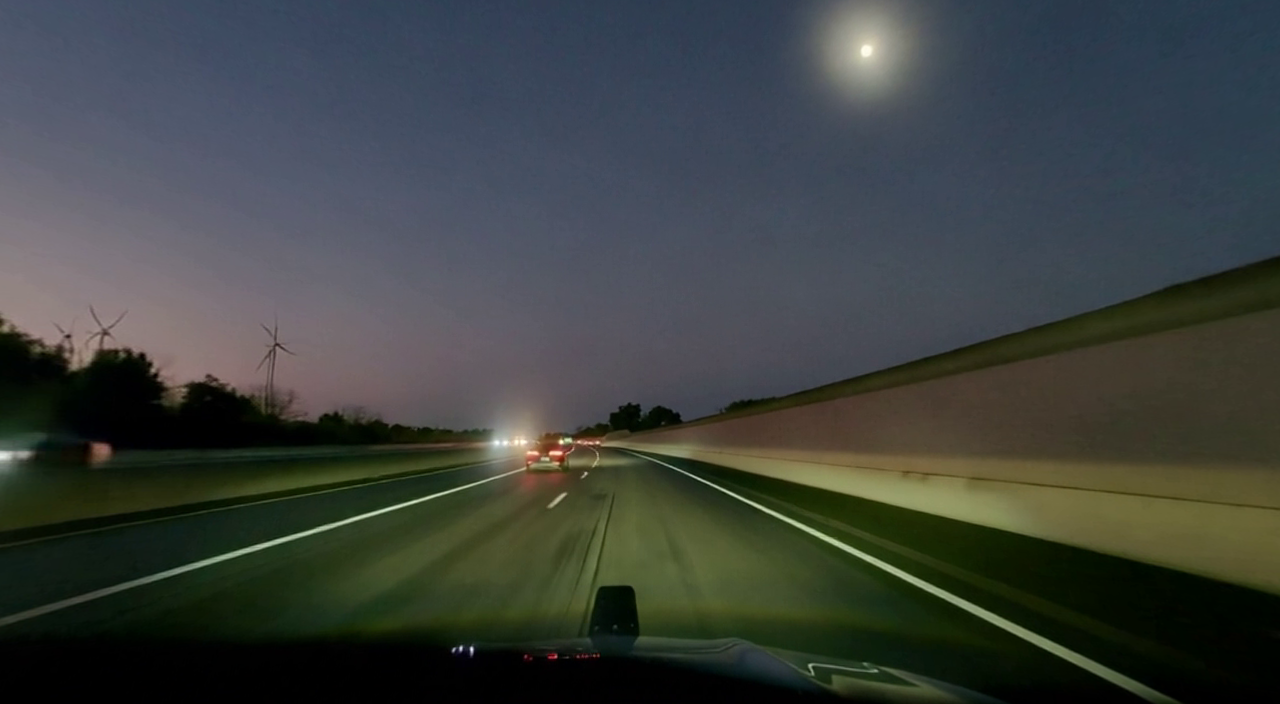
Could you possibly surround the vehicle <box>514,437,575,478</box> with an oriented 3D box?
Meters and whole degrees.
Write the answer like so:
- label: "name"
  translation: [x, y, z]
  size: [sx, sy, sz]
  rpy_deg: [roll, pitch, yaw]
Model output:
- label: "vehicle"
  translation: [-3.956, 4.430, 26.786]
  size: [2.053, 1.549, 4.097]
  rpy_deg: [0, -8, -2]
